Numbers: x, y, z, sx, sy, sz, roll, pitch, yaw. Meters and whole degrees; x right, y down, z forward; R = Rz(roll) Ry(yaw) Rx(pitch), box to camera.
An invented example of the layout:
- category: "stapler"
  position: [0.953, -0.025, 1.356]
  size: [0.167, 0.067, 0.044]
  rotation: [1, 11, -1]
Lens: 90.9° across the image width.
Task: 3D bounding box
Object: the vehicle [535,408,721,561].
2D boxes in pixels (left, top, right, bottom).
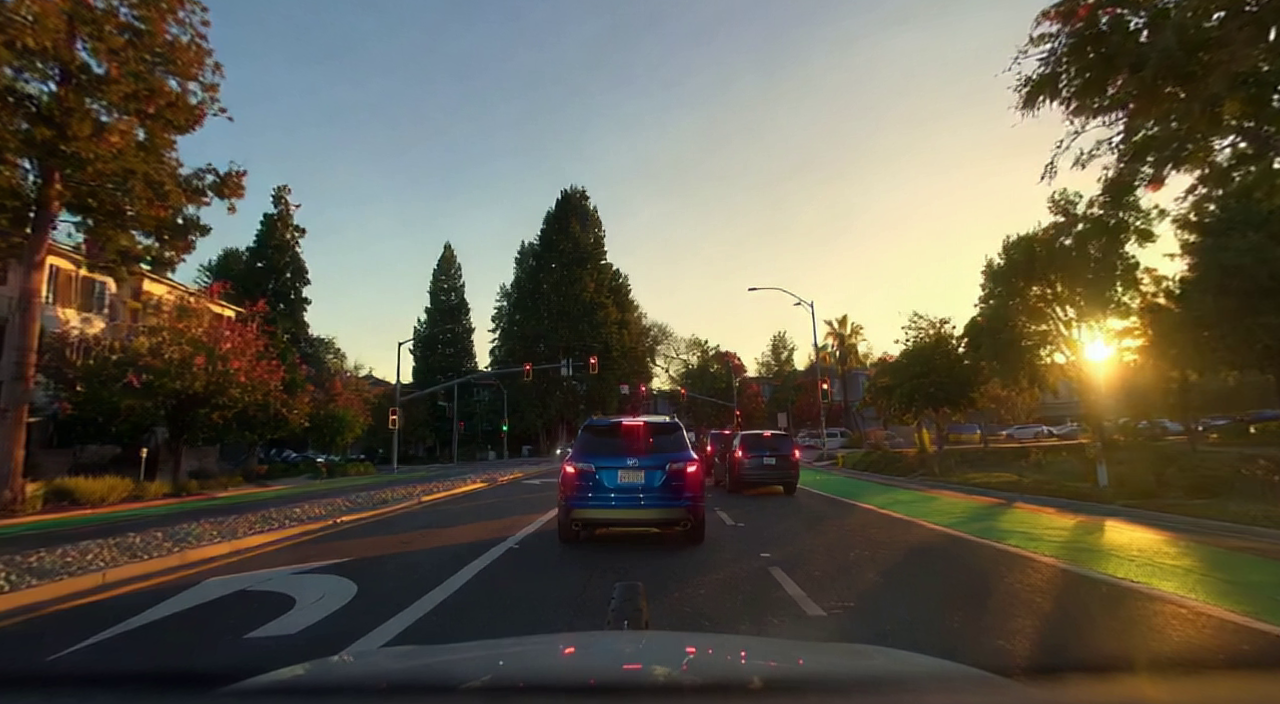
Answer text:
- category: "vehicle"
  position: [-0.121, 1.802, 9.217]
  size: [2.109, 1.730, 3.963]
  rotation: [0, -8, 0]

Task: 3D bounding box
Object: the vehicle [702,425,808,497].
- category: "vehicle"
  position: [3.163, 3.122, 18.452]
  size: [2.189, 1.815, 4.495]
  rotation: [0, -8, -1]
